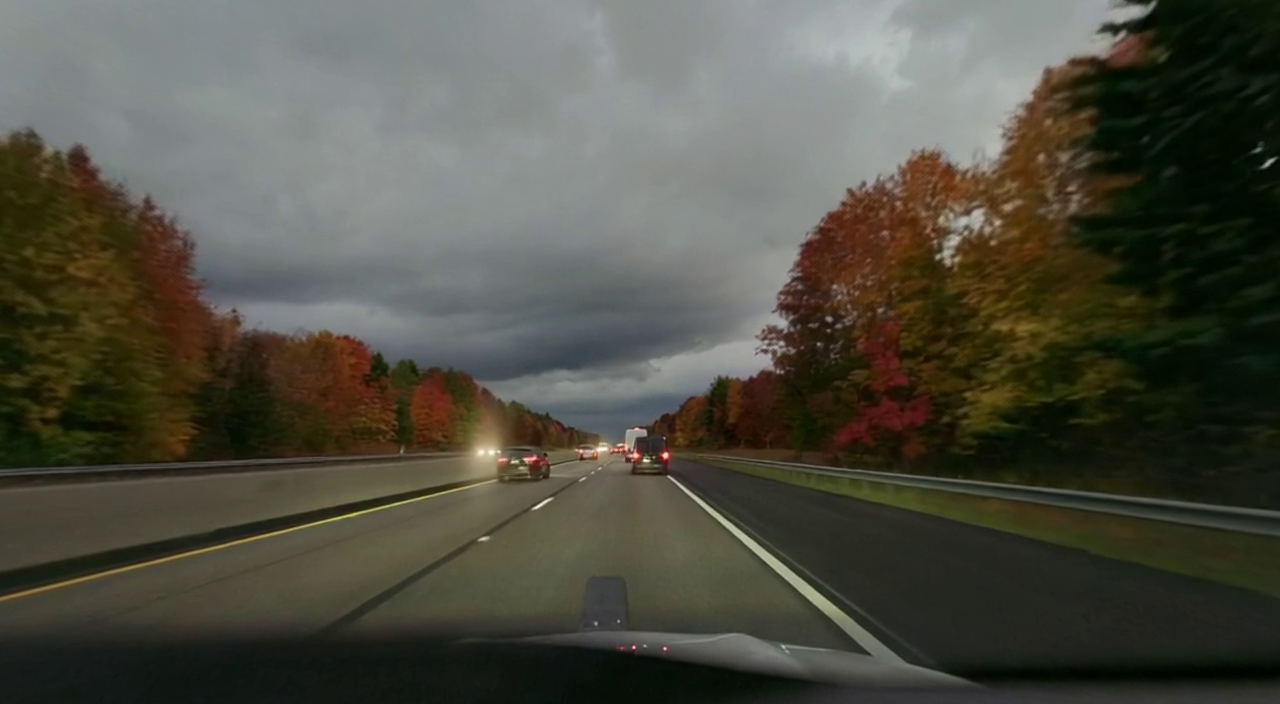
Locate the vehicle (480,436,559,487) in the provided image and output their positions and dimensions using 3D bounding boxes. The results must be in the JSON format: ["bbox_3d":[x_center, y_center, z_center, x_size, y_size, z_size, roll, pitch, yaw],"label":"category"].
[{"bbox_3d":[-4.349,4.015,23.275,2.088,1.688,4.365,0,-9,0],"label":"vehicle"}]

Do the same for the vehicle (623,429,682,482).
[{"bbox_3d":[0.425,4.244,25.821,2.179,1.930,4.538,0,-9,-1],"label":"vehicle"}]
